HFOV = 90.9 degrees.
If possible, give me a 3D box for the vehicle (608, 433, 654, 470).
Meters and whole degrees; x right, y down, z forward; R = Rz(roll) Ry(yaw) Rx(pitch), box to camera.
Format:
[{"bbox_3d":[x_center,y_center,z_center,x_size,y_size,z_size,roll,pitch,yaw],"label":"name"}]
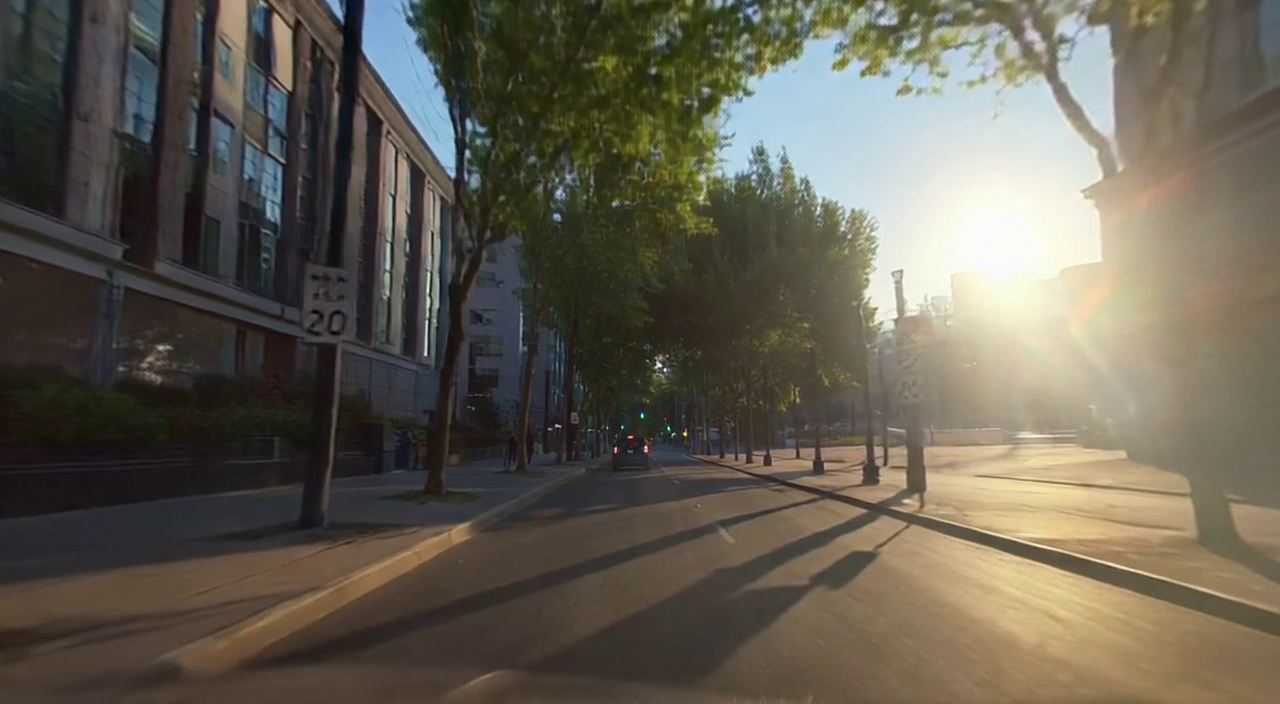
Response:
[{"bbox_3d":[-0.450,4.821,30.609,2.079,1.621,3.861,0,-9,-1],"label":"vehicle"}]
